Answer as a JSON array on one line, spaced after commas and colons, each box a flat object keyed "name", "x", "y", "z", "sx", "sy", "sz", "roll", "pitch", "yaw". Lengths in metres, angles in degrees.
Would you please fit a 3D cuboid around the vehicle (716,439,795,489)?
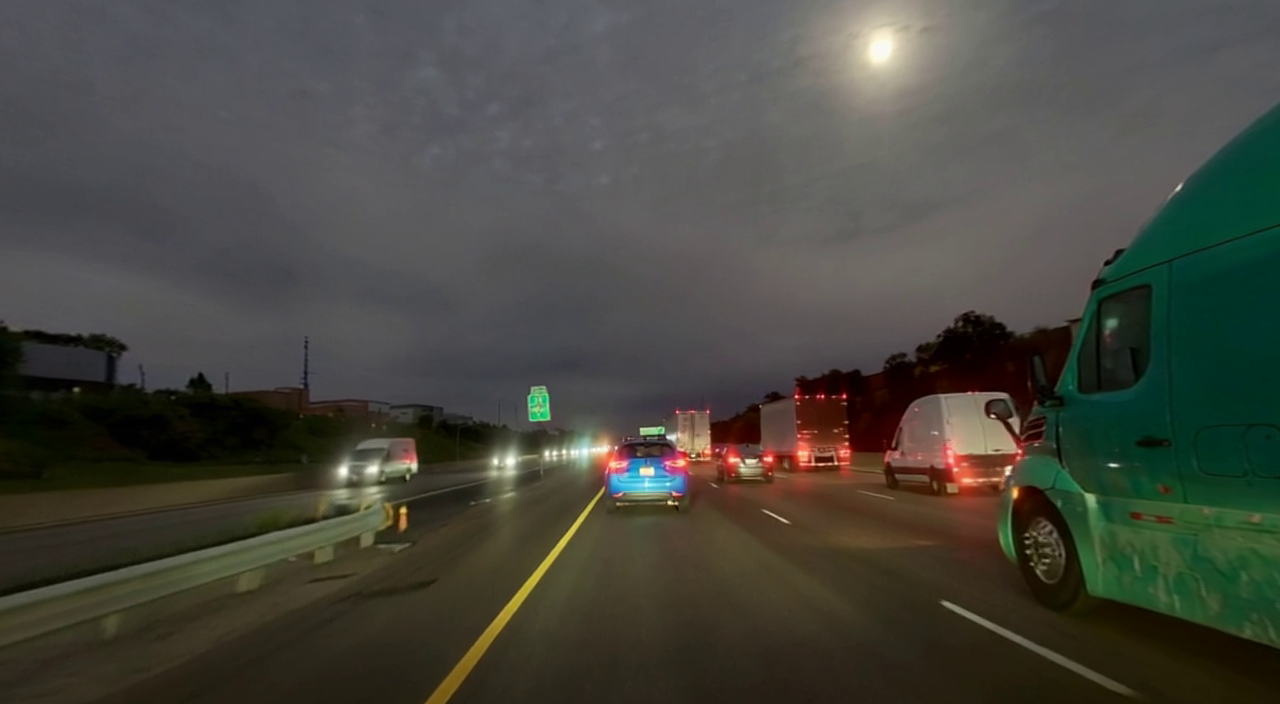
[{"name": "vehicle", "x": 3.810, "y": 3.766, "z": 21.271, "sx": 1.859, "sy": 1.512, "sz": 3.711, "roll": 0, "pitch": -9, "yaw": -2}]

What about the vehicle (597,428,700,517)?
[{"name": "vehicle", "x": 0.167, "y": 2.556, "z": 13.671, "sx": 1.965, "sy": 1.664, "sz": 3.428, "roll": 0, "pitch": -9, "yaw": 0}]

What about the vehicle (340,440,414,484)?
[{"name": "vehicle", "x": -16.947, "y": 7.086, "z": 40.798, "sx": 2.234, "sy": 2.649, "sz": 5.960, "roll": 0, "pitch": -9, "yaw": -1}]

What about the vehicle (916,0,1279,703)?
[{"name": "vehicle", "x": 4.184, "y": -0.038, "z": 2.874, "sx": 2.987, "sy": 3.877, "sz": 5.881, "roll": 0, "pitch": -9, "yaw": 0}]
